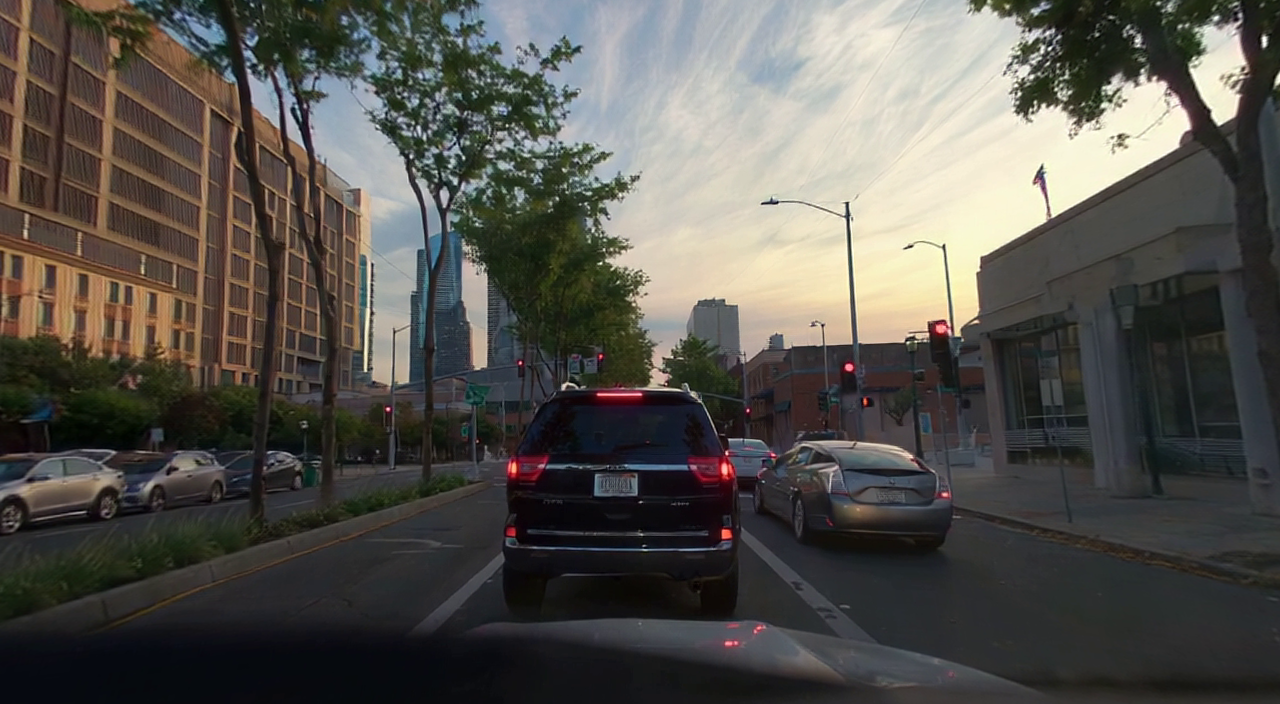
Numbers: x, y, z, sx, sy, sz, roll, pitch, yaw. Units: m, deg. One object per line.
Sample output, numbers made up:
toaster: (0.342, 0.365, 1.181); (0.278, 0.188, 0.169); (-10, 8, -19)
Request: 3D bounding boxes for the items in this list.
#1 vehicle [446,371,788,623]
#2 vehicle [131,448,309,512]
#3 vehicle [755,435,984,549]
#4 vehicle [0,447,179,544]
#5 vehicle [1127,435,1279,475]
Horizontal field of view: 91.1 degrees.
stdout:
vehicle: (-0.158, 1.357, 6.759); (2.453, 1.816, 4.300); (0, -8, 0)
vehicle: (-12.459, 3.779, 19.123); (2.207, 1.648, 4.675); (0, -8, -1)
vehicle: (3.294, 2.082, 10.074); (2.056, 1.422, 4.130); (0, -8, -1)
vehicle: (-12.538, 2.918, 13.450); (1.891, 1.723, 4.360); (0, -8, 1)
vehicle: (22.173, 4.048, 24.953); (4.055, 1.469, 1.848); (-4, -9, 26)
